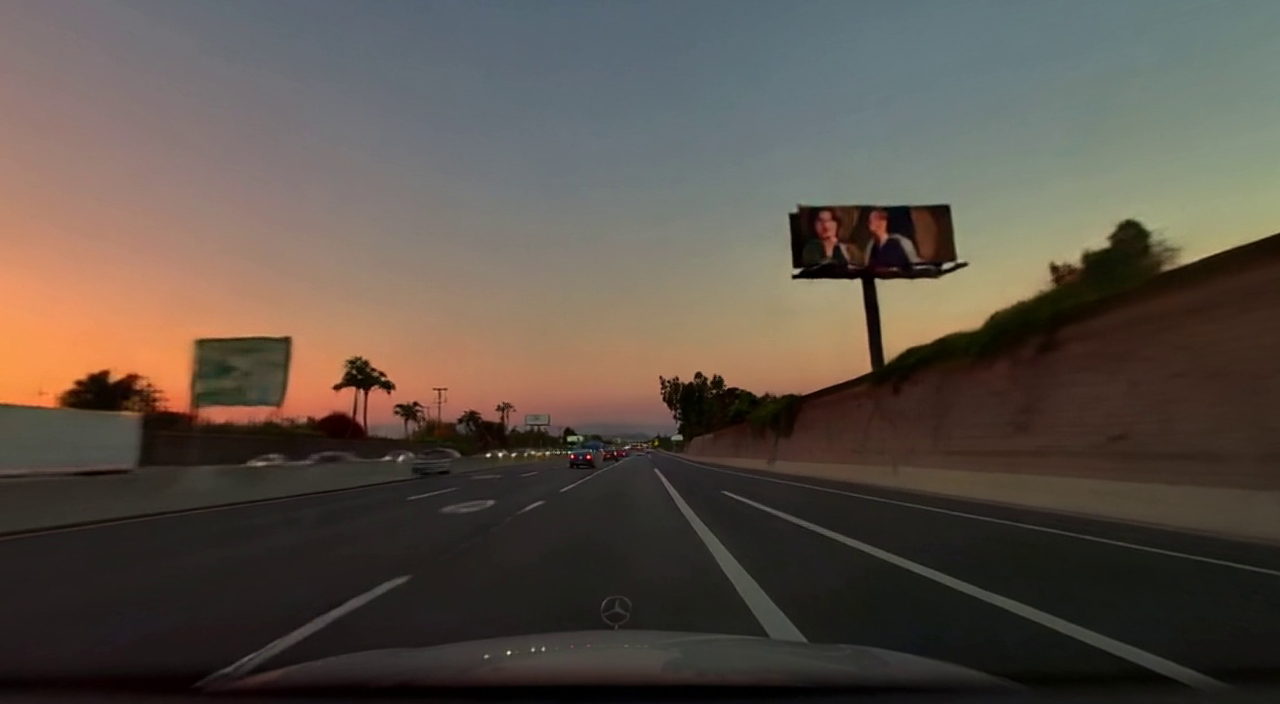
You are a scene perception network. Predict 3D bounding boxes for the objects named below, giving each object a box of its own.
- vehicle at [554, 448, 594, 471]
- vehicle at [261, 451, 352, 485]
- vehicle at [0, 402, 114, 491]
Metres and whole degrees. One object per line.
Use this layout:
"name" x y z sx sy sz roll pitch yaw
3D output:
"vehicle" -4.314 7.086 41.899 2.078 1.457 4.648 0 -8 1
"vehicle" -15.273 5.305 29.239 1.887 1.428 4.258 0 -9 0
"vehicle" -25.909 3.573 23.769 3.232 3.343 10.548 0 -9 -1
